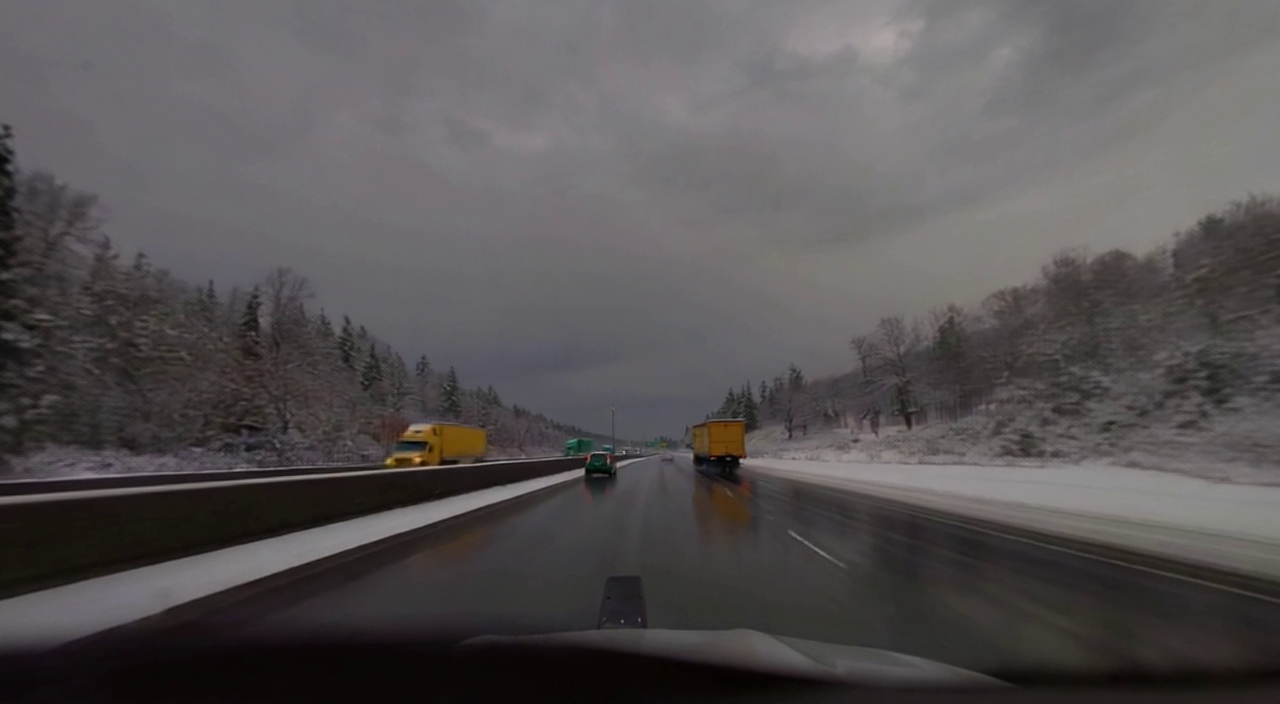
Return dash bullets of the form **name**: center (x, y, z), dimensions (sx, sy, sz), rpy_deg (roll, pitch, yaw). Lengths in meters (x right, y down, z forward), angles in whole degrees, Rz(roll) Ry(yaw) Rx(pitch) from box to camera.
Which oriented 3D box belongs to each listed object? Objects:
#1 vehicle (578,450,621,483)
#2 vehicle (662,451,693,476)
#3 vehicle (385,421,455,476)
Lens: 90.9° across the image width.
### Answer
- **vehicle**: center (-2.047, 5.955, 33.032), dimensions (1.960, 1.579, 4.384), rpy_deg (0, -9, 1)
- **vehicle**: center (2.501, 7.565, 42.959), dimensions (1.957, 1.541, 4.099), rpy_deg (0, -9, 1)
- **vehicle**: center (-17.108, 7.608, 49.389), dimensions (3.005, 3.979, 5.919), rpy_deg (-1, -9, 3)
